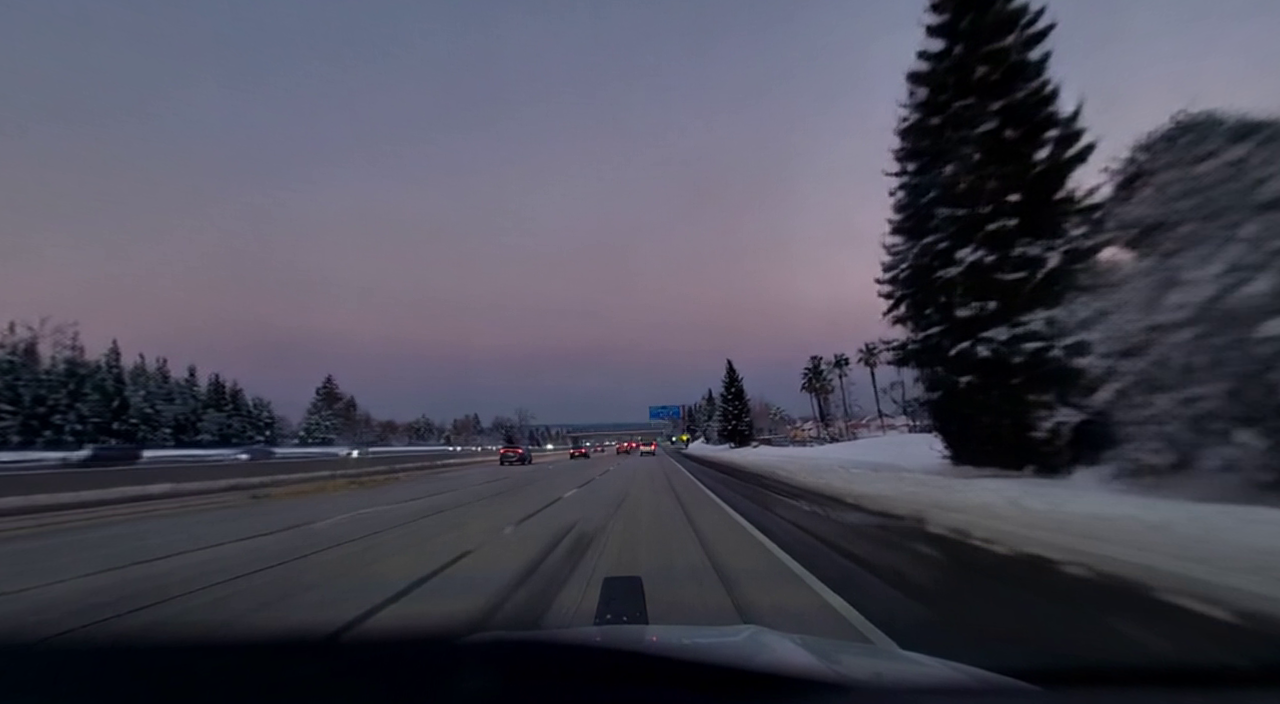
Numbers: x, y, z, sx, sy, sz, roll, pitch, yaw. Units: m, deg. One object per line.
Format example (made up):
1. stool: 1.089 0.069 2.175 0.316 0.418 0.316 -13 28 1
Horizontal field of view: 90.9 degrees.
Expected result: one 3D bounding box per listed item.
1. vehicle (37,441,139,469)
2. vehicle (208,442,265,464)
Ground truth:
1. vehicle: -35.699 6.641 40.975 2.116 1.672 4.940 0 -8 0
2. vehicle: -28.235 7.061 44.213 1.602 1.425 3.538 0 -8 -1
